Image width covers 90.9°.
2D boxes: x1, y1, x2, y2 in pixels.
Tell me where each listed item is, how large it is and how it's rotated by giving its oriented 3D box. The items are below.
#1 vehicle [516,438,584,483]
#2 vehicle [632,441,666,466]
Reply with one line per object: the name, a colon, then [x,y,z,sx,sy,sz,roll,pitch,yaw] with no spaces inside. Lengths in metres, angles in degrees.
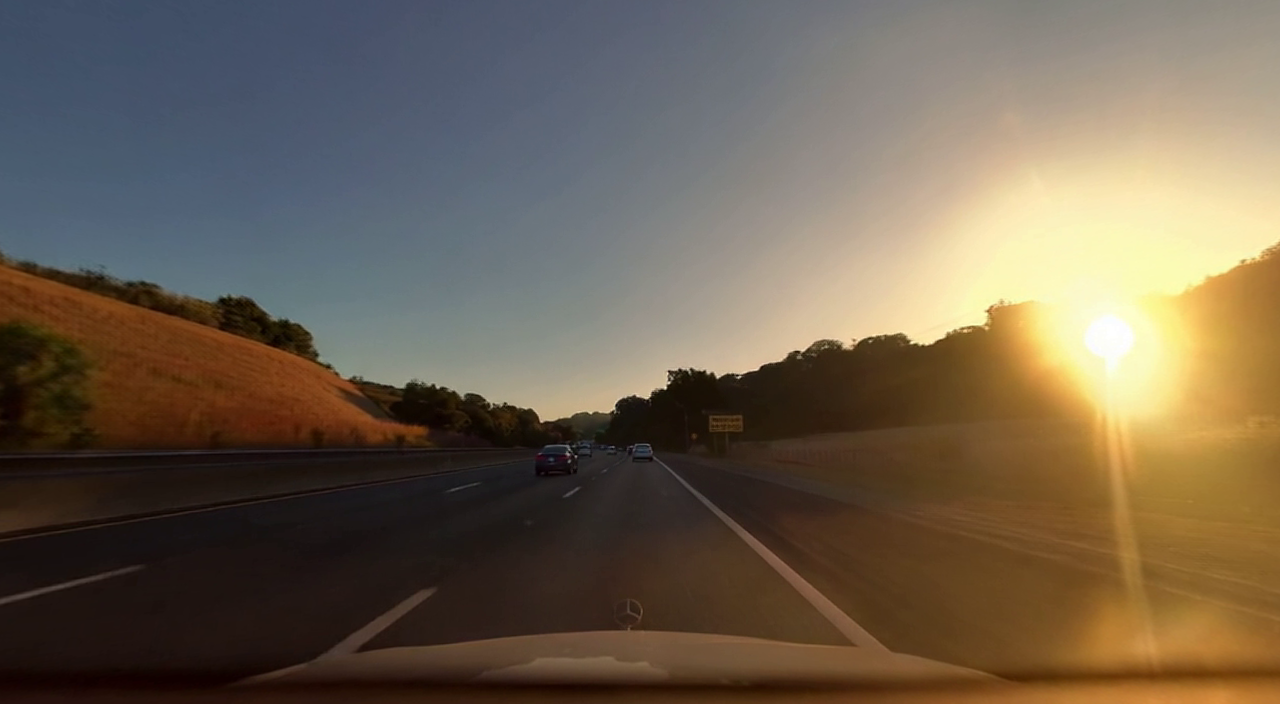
vehicle: [-3.594,4.424,26.020,2.028,1.634,4.441,-1,-8,2]
vehicle: [0.633,7.100,44.285,2.259,1.697,4.106,0,-8,1]
